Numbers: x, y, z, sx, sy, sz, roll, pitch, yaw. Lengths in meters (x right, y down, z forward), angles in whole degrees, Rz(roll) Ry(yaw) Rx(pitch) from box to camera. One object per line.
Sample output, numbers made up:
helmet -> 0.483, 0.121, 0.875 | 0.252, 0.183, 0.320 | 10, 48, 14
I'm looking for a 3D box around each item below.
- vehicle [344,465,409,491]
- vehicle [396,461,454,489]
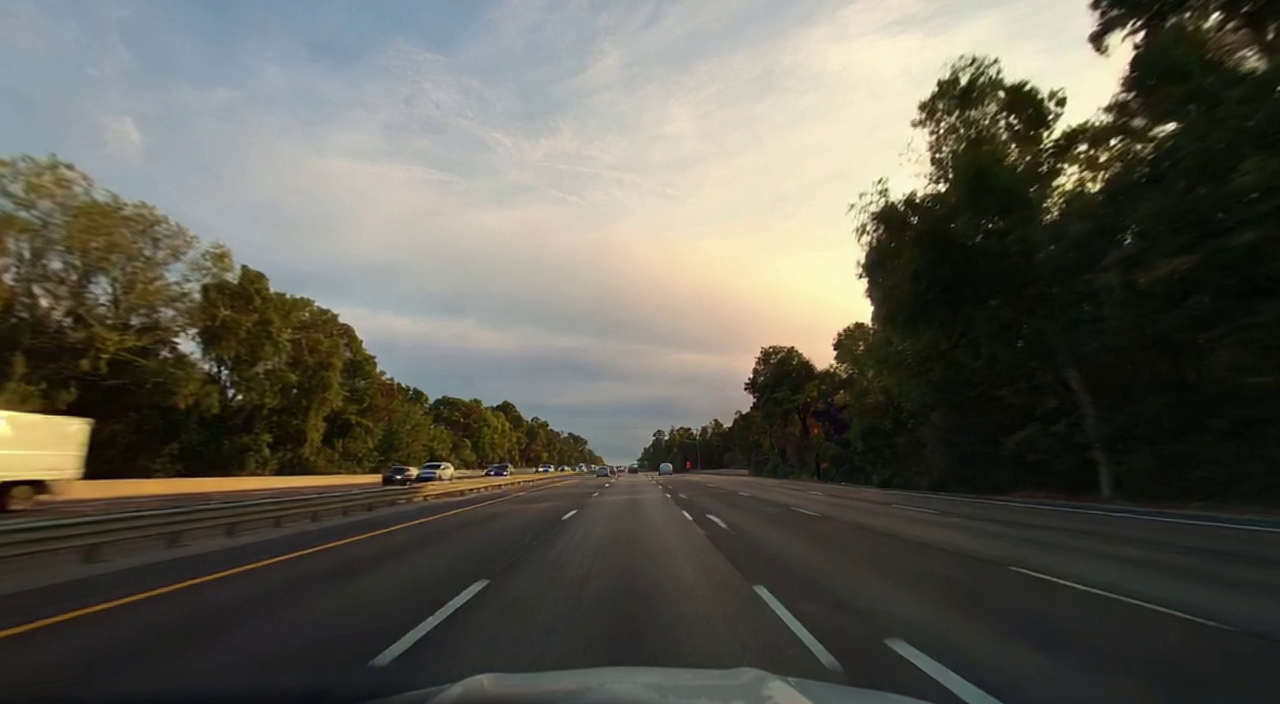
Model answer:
vehicle -> -16.550, 7.930, 39.766 | 2.148, 1.486, 4.491 | 1, -10, 0
vehicle -> -12.791, 7.341, 37.609 | 1.890, 1.484, 4.369 | 1, -10, 0
